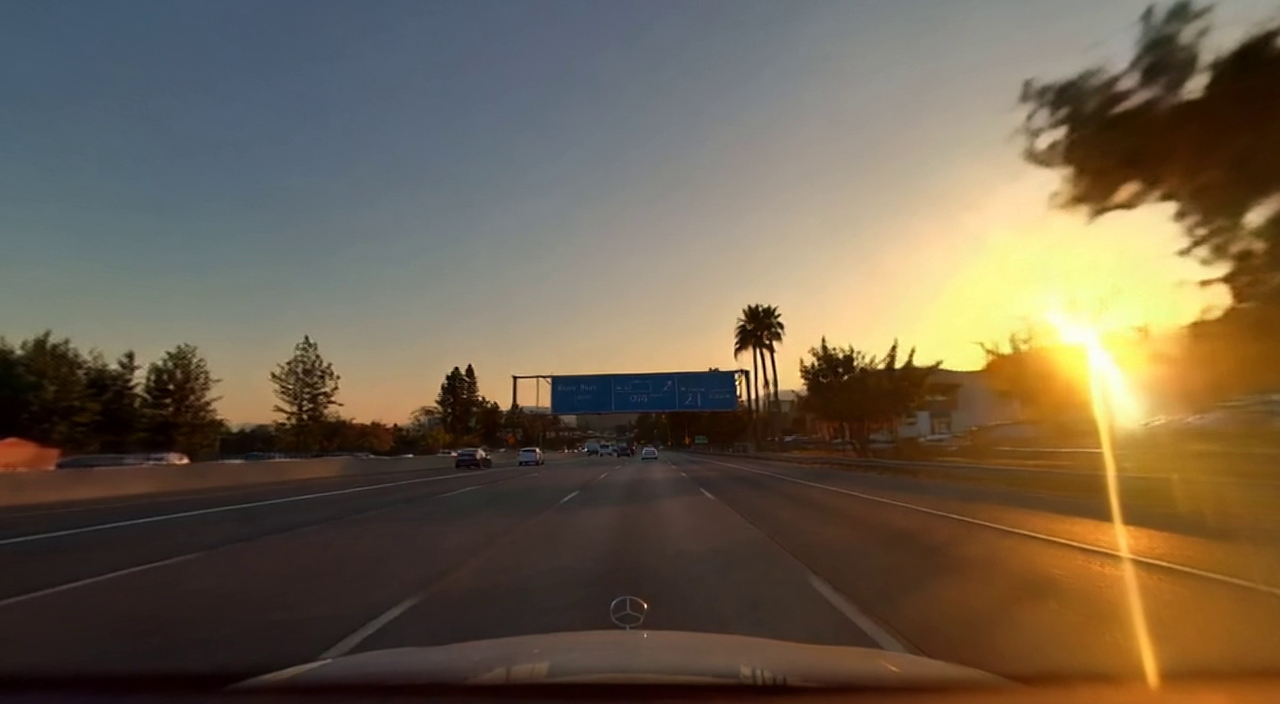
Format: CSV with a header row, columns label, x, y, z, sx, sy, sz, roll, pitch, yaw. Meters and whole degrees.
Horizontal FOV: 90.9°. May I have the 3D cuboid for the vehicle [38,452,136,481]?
label,x,y,z,sx,sy,sz,roll,pitch,yaw
vehicle,-30.621,6.331,35.078,1.731,1.473,4.049,-2,-9,0
